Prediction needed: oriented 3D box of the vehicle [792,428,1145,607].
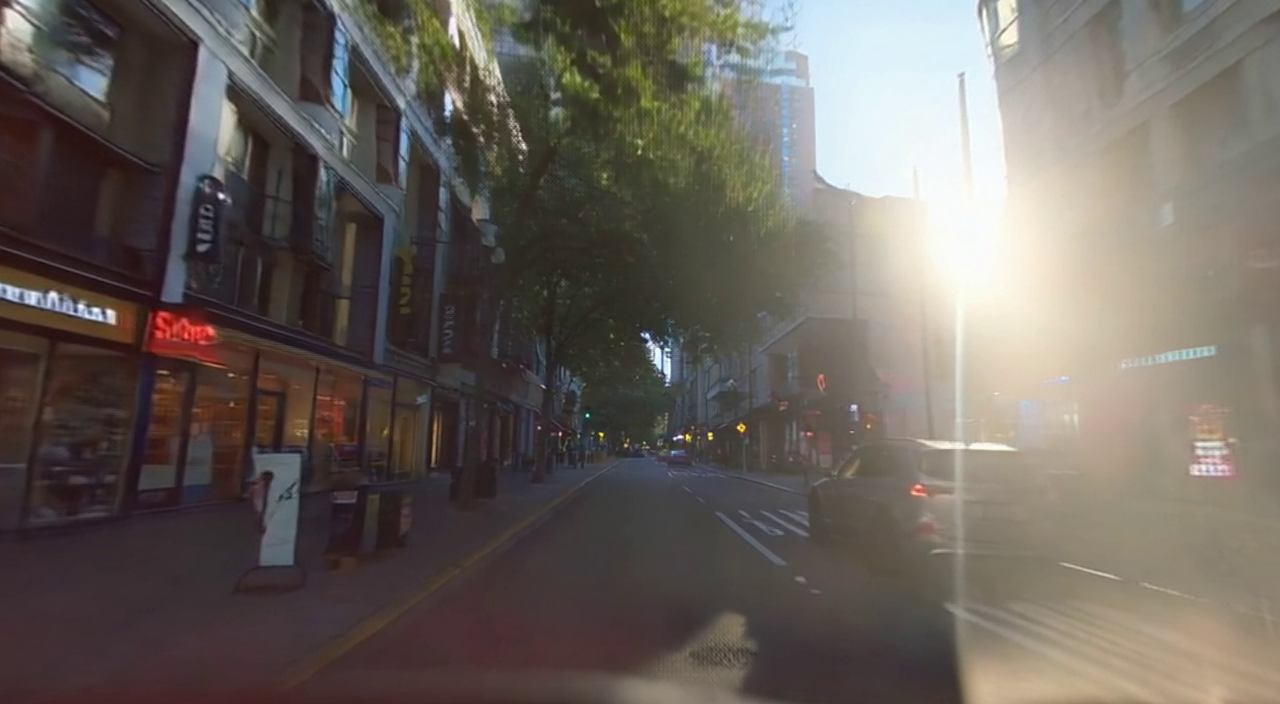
[{"bbox_3d":[3.442,1.795,7.826,1.971,1.559,4.326,0,-9,-1],"label":"vehicle"}]
